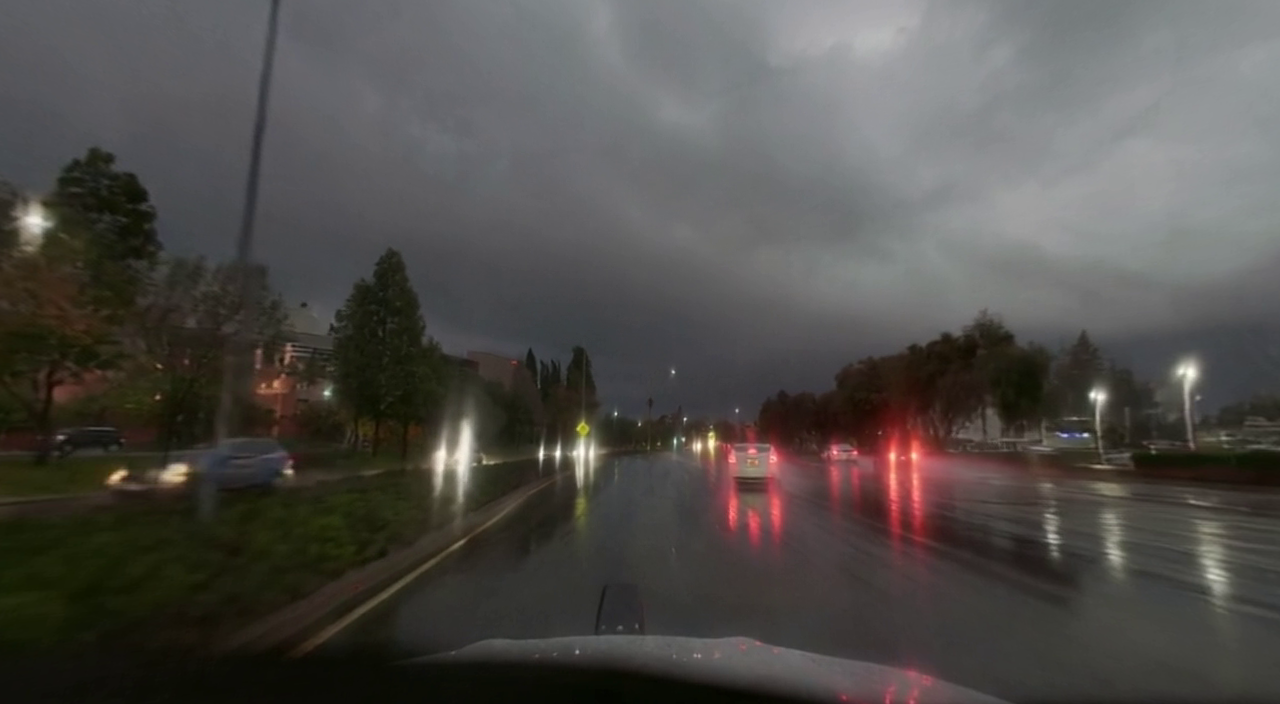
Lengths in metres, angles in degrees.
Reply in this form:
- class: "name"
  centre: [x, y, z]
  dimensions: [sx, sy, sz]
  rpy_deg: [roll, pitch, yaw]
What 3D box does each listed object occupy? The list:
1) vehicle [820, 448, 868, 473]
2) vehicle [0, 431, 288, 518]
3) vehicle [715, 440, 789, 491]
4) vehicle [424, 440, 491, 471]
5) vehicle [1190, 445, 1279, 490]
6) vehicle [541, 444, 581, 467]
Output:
- class: "vehicle"
  centre: [12.976, 6.894, 40.273]
  dimensions: [1.928, 1.488, 4.361]
  rpy_deg: [0, -9, 5]
- class: "vehicle"
  centre: [-9.542, 2.366, 12.663]
  dimensions: [2.089, 1.400, 4.467]
  rpy_deg: [0, -9, 4]
- class: "vehicle"
  centre: [3.862, 3.987, 22.496]
  dimensions: [2.145, 1.603, 4.369]
  rpy_deg: [0, -9, 4]
- class: "vehicle"
  centre: [-10.033, 5.726, 35.039]
  dimensions: [1.990, 1.581, 4.706]
  rpy_deg: [0, -9, 4]
- class: "vehicle"
  centre: [27.786, 5.165, 28.426]
  dimensions: [4.719, 1.851, 1.920]
  rpy_deg: [2, -8, -14]
- class: "vehicle"
  centre: [-5.783, 7.649, 46.621]
  dimensions: [1.873, 1.625, 4.104]
  rpy_deg: [-1, -9, 9]
